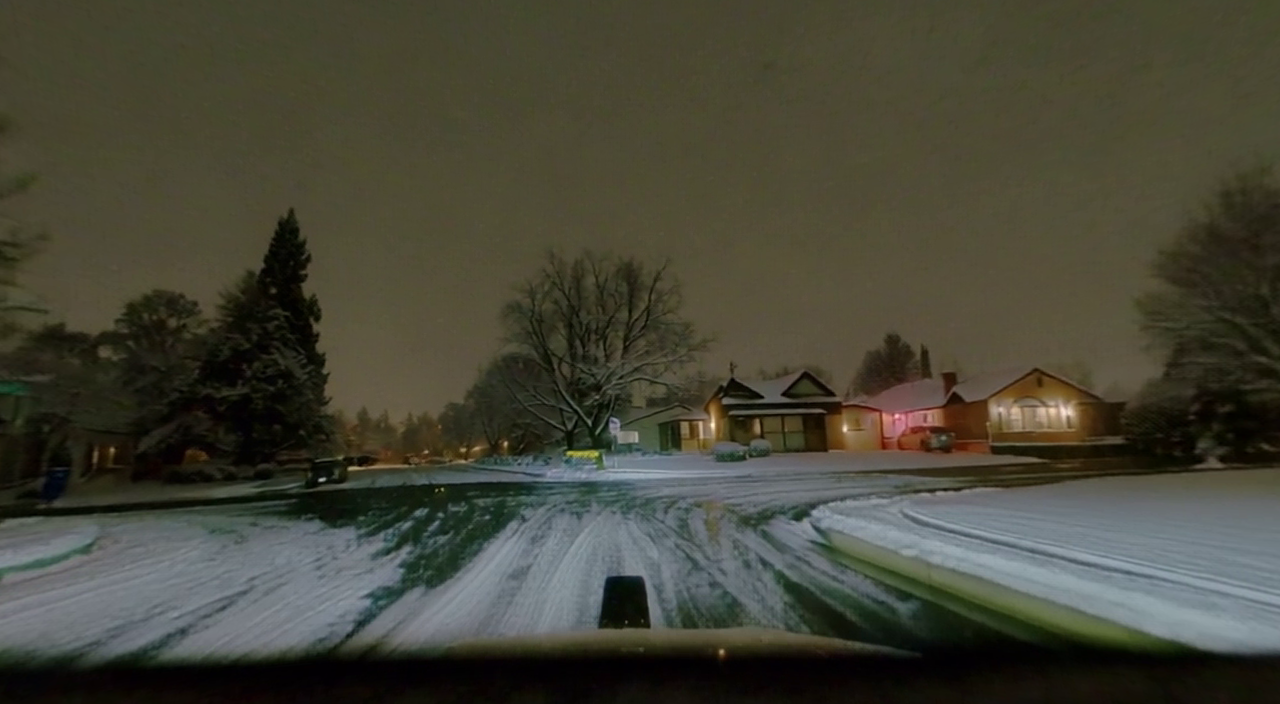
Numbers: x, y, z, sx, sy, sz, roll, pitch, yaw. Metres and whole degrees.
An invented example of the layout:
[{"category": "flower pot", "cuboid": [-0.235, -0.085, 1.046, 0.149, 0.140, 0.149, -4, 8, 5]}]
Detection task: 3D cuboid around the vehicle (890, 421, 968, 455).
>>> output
[{"category": "vehicle", "cuboid": [16.692, 5.049, 36.756, 1.992, 1.813, 5.079, 0, -8, -2]}]
